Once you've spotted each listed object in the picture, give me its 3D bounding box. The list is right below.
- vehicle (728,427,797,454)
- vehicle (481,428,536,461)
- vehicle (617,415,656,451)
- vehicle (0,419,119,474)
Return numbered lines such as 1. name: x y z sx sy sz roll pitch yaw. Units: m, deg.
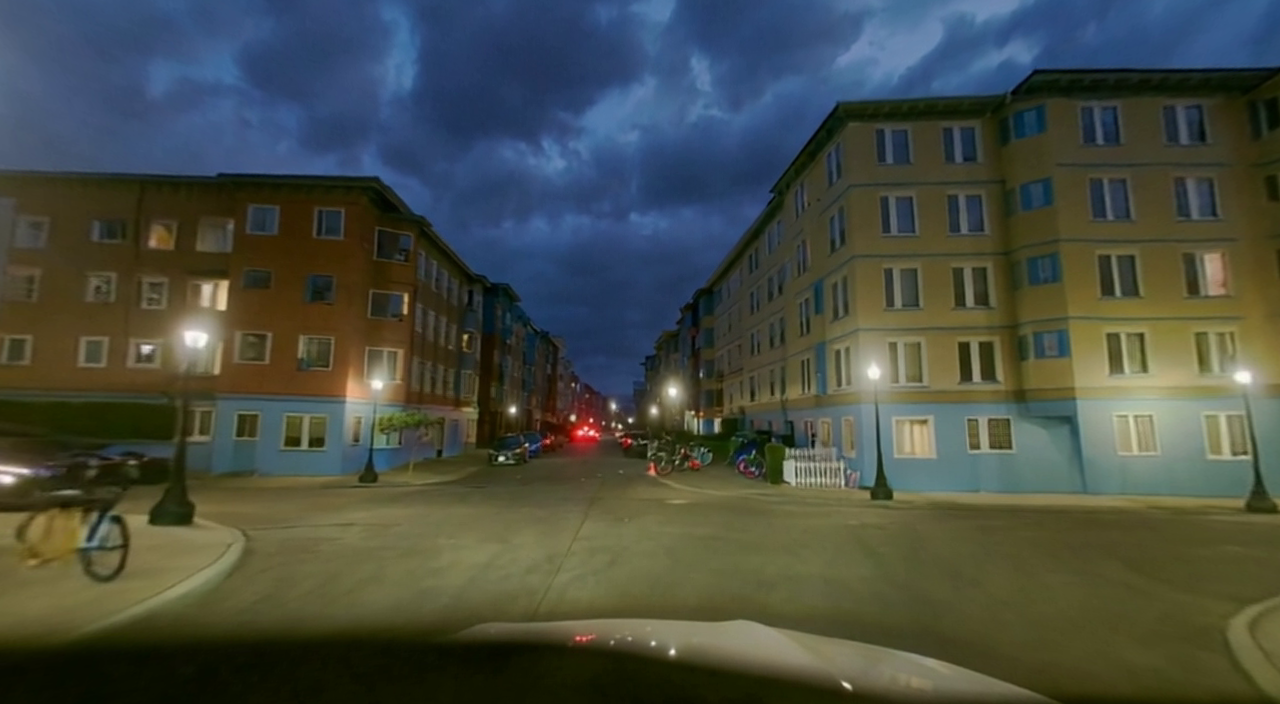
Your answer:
1. vehicle: 6.661 4.849 34.388 3.404 1.431 1.641 0 -7 -3
2. vehicle: -6.121 4.348 29.654 1.897 1.431 3.741 0 -7 -2
3. vehicle: -0.291 5.031 39.098 2.072 2.074 4.358 1 -7 -5
4. vehicle: -18.553 3.009 19.730 2.924 1.591 1.756 -2 -12 13
